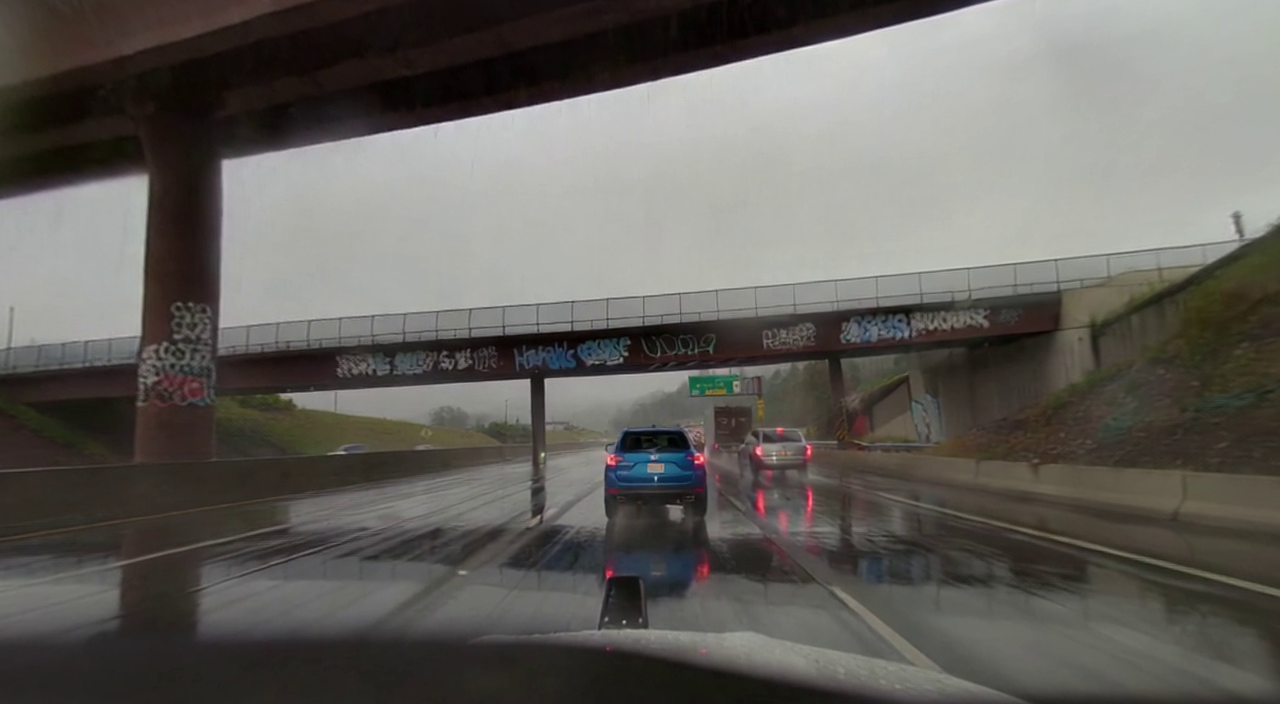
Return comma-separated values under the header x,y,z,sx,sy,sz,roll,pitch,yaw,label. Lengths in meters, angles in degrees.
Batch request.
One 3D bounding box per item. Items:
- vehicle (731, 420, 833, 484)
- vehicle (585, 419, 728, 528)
x,y,z,sx,sy,sz,roll,pitch,yaw,label
4.767,3.485,22.283,2.311,1.922,5.977,0,-8,1,vehicle
0.284,2.160,11.750,2.193,1.651,3.946,0,-8,1,vehicle
